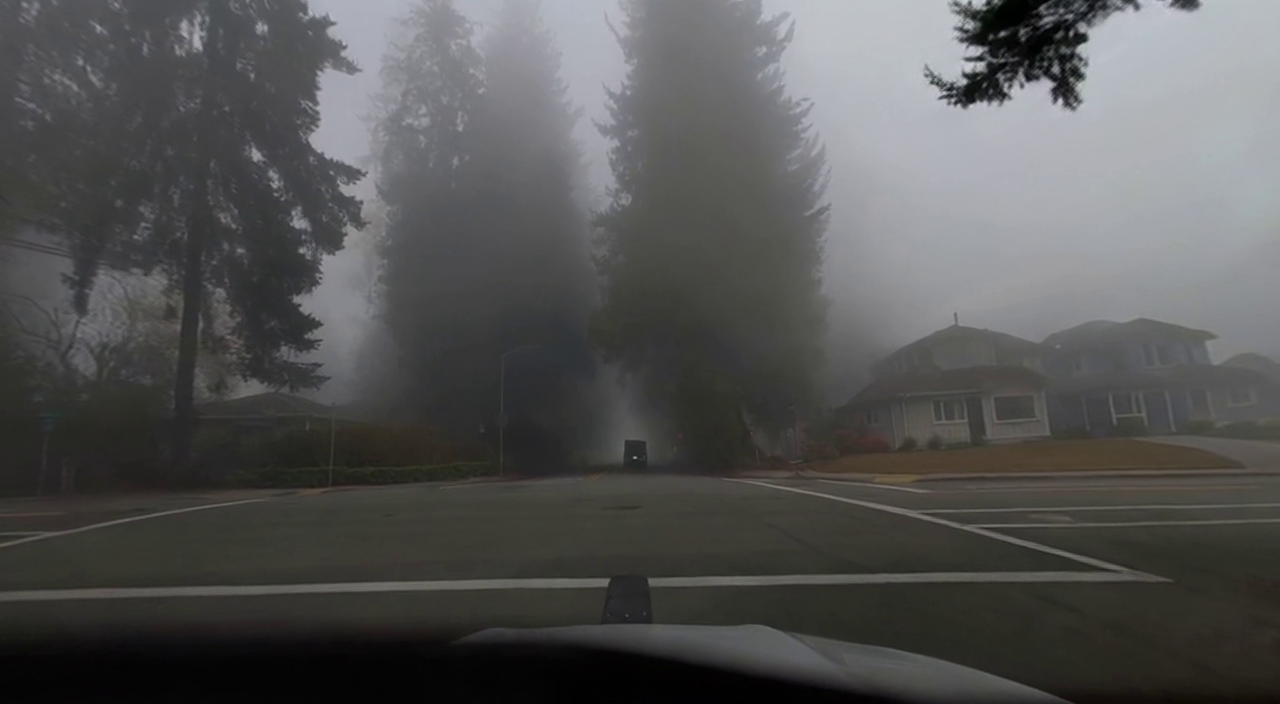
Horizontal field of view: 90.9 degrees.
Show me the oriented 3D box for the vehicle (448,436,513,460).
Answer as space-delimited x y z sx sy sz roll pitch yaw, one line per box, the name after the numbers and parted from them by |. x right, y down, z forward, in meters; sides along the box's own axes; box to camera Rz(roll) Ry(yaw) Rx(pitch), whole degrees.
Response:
-12.601 7.588 49.918 4.622 1.782 1.836 0 -8 -1 | vehicle
